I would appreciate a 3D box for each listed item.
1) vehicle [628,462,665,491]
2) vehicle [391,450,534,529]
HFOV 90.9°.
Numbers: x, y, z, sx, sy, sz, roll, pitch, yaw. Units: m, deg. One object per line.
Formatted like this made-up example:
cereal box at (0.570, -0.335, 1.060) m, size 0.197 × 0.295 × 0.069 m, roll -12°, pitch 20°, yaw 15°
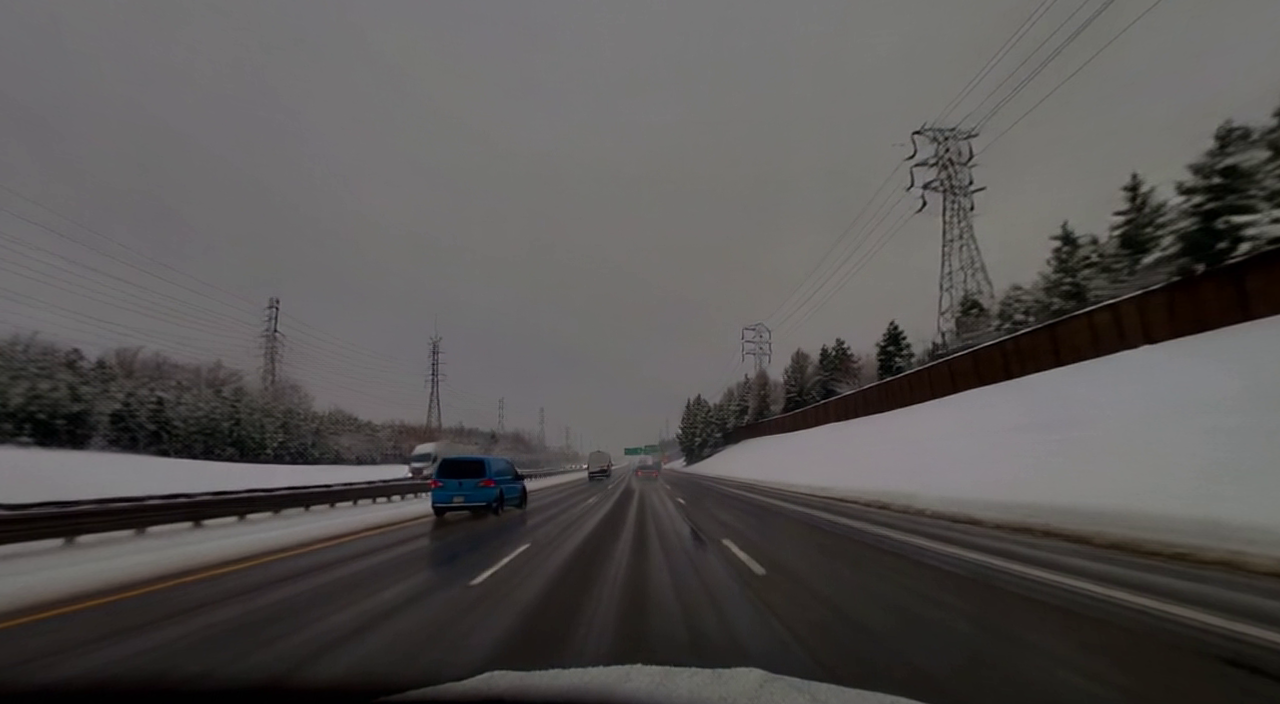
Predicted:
vehicle at (0.348, 7.220, 36.558) m, size 2.006 × 1.554 × 3.863 m, roll 1°, pitch -10°, yaw 0°
vehicle at (-3.971, 3.212, 15.043) m, size 2.023 × 1.541 × 4.543 m, roll 1°, pitch -11°, yaw 1°
